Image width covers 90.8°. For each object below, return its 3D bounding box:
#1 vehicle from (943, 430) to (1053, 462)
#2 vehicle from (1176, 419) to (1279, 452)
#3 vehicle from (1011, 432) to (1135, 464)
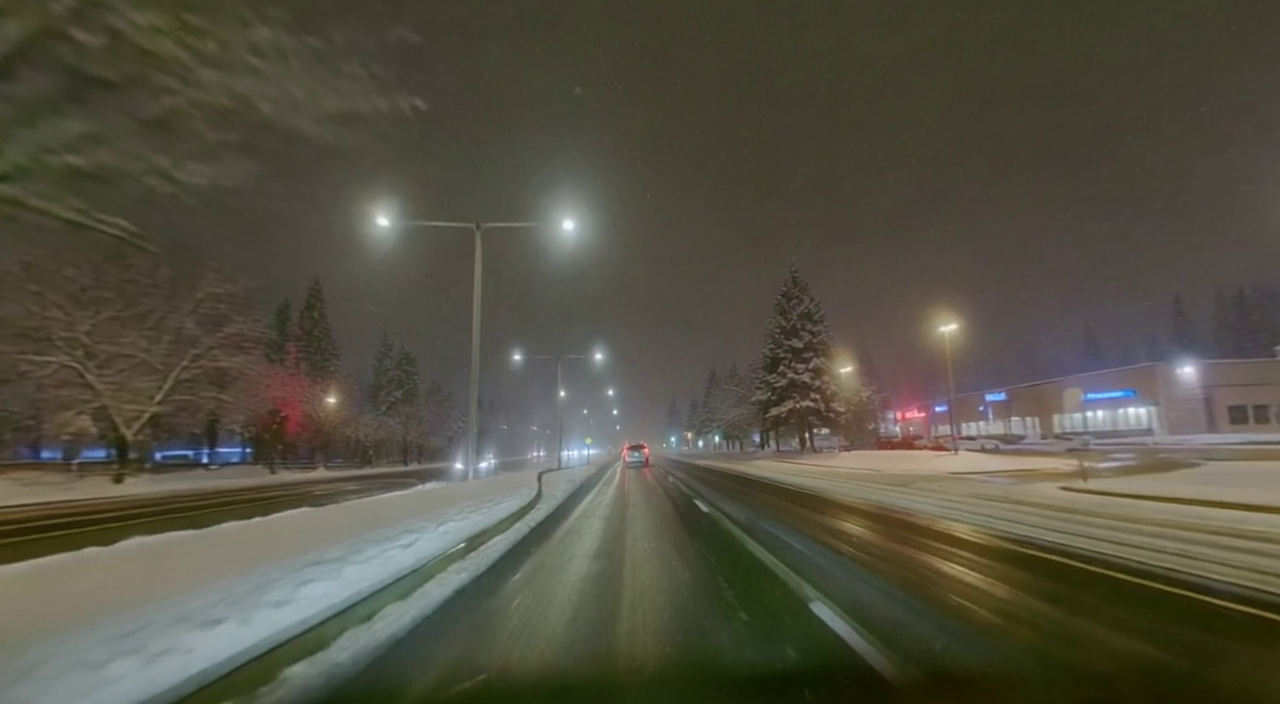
[{"bbox_3d":[19.843,5.250,35.189,4.758,1.677,2.154,-1,-8,1],"label":"vehicle"},{"bbox_3d":[33.296,4.686,35.329,4.514,1.776,2.137,-1,-8,1],"label":"vehicle"},{"bbox_3d":[20.640,4.586,30.264,4.396,1.450,1.956,-1,-8,4],"label":"vehicle"}]
